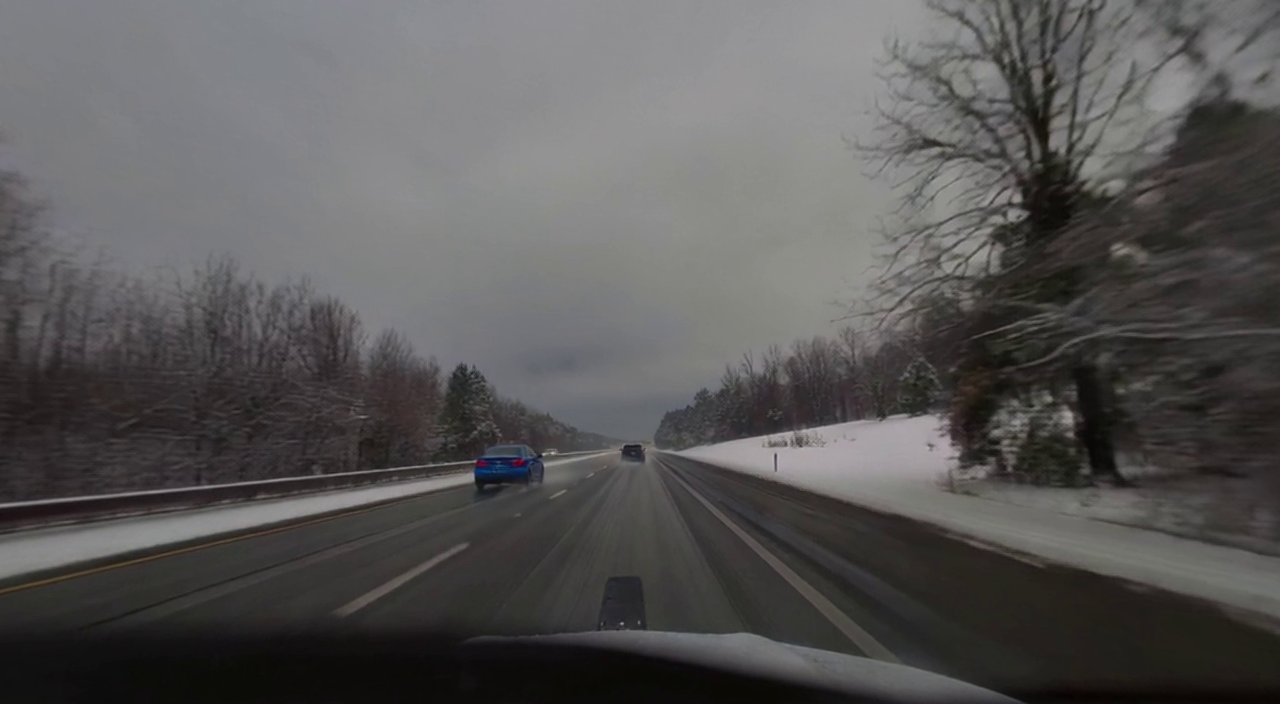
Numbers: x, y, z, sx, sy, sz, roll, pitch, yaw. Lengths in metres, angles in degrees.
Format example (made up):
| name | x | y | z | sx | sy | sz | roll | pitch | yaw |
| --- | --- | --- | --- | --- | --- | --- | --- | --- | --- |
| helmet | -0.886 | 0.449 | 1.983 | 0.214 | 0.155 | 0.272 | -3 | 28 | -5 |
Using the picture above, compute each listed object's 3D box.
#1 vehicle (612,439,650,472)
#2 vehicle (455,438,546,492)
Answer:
| name | x | y | z | sx | sy | sz | roll | pitch | yaw |
| --- | --- | --- | --- | --- | --- | --- | --- | --- | --- |
| vehicle | -0.523 | 6.040 | 36.885 | 2.126 | 1.786 | 3.958 | 0 | -9 | -1 |
| vehicle | -4.634 | 3.822 | 21.587 | 2.113 | 1.656 | 4.215 | 0 | -9 | 1 |
